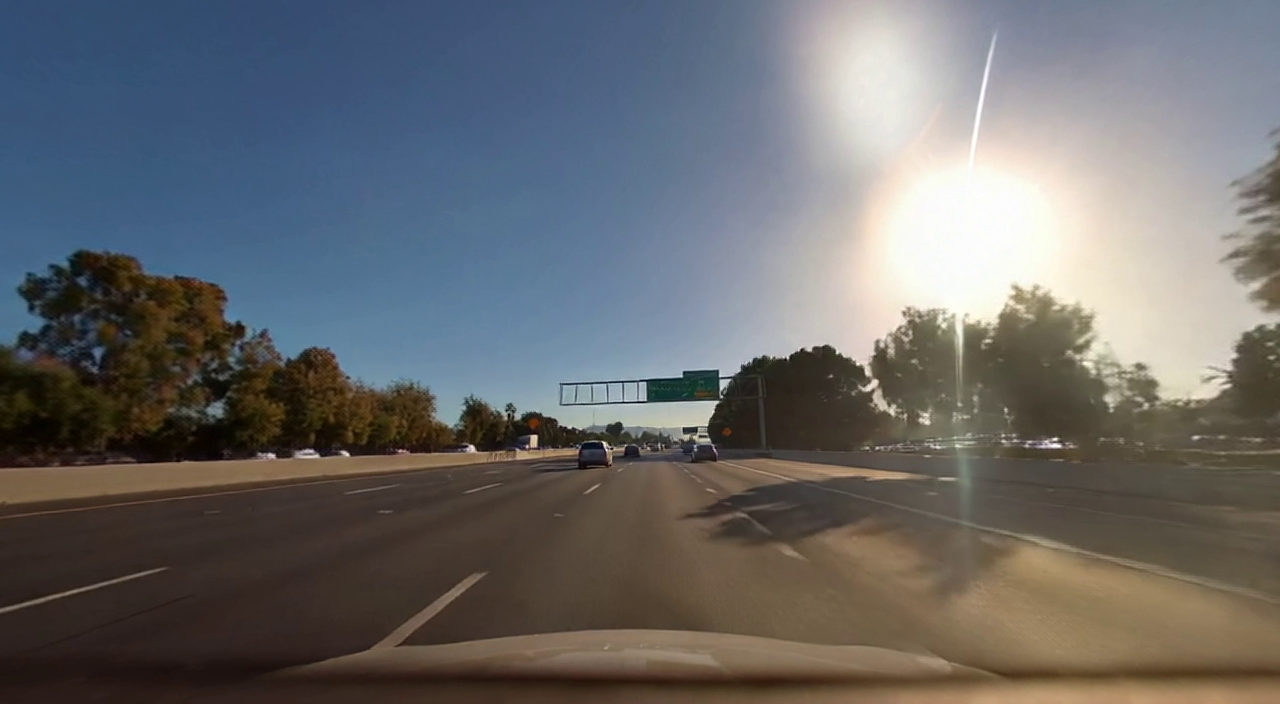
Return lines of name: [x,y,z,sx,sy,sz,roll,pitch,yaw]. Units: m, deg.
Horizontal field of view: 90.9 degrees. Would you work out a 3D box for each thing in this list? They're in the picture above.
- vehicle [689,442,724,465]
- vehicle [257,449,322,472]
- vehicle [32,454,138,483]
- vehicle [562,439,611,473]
vehicle: [5.118,7.860,49.172,2.229,1.704,4.392,0,-8,0]
vehicle: [-23.709,7.308,42.772,1.916,1.452,4.068,-1,-8,3]
vehicle: [-31.751,6.662,36.284,1.809,1.444,4.631,0,-8,1]
vehicle: [-2.923,5.808,35.488,2.196,1.733,4.355,0,-8,2]
